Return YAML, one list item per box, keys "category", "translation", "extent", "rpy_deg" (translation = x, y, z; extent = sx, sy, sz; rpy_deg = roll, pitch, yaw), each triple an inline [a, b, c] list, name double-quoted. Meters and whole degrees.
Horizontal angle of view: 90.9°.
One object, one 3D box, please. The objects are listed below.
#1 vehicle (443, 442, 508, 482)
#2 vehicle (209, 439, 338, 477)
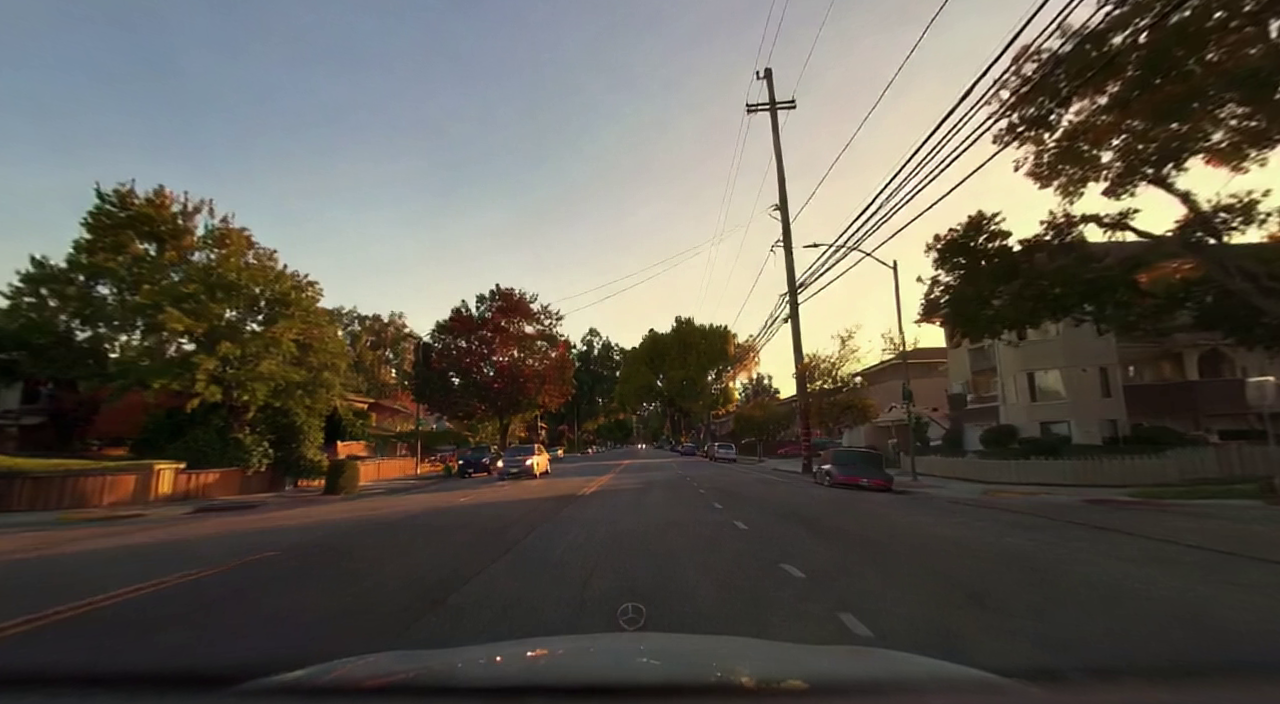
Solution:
- category: "vehicle"
  translation: [-9.945, 6.644, 38.590]
  extent: [2.419, 2.001, 5.566]
  rpy_deg: [-3, -7, 1]
- category: "vehicle"
  translation: [-17.818, 5.173, 30.814]
  extent: [5.004, 1.755, 2.038]
  rpy_deg: [0, -8, 0]
